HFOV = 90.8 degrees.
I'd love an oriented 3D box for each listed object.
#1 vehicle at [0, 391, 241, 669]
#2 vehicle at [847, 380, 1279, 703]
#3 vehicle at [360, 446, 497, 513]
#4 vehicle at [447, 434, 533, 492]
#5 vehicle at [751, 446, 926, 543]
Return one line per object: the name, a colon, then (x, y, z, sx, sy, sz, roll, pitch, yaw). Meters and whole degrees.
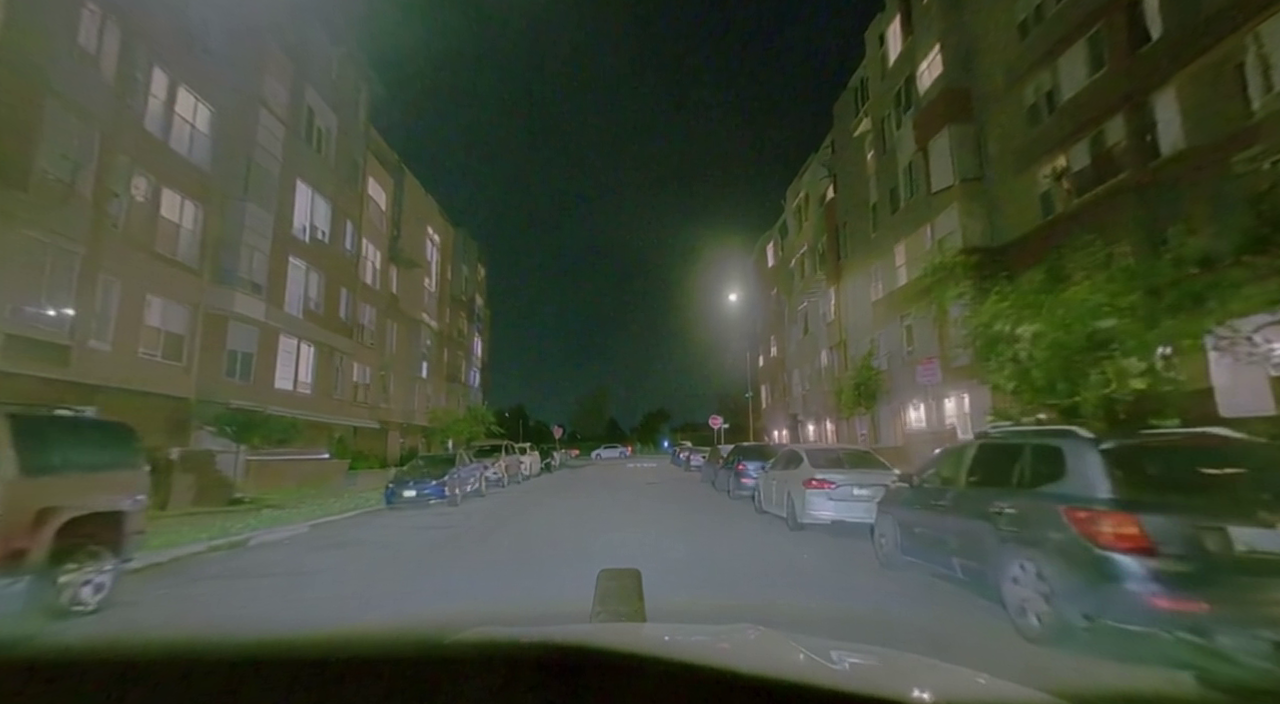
vehicle: (-5.419, 1.178, 4.099, 2.244, 1.849, 5.306, 0, -8, -1)
vehicle: (3.645, 1.346, 5.559, 2.063, 1.729, 4.538, 0, -8, 0)
vehicle: (-5.443, 3.315, 17.069, 2.119, 1.500, 4.953, 0, -8, -2)
vehicle: (-5.544, 4.137, 23.976, 2.216, 1.953, 4.553, 0, -8, -1)
vehicle: (3.340, 2.437, 11.563, 1.835, 1.420, 4.186, 0, -8, 0)
